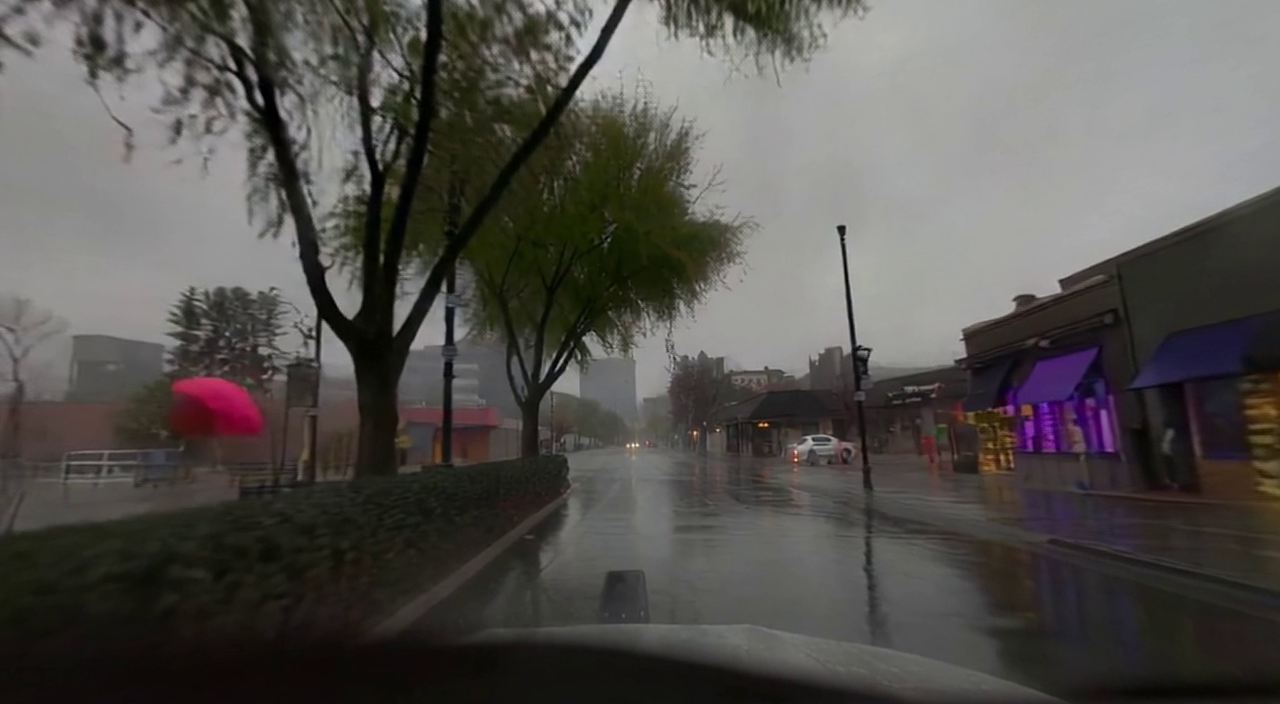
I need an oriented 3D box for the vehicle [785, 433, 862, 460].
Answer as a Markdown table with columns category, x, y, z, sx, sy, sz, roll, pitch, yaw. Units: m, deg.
| category | x | y | z | sx | sy | sz | roll | pitch | yaw |
| --- | --- | --- | --- | --- | --- | --- | --- | --- | --- |
| vehicle | 13.837 | 7.183 | 47.782 | 5.129 | 1.882 | 2.117 | -1 | -10 | -2 |
